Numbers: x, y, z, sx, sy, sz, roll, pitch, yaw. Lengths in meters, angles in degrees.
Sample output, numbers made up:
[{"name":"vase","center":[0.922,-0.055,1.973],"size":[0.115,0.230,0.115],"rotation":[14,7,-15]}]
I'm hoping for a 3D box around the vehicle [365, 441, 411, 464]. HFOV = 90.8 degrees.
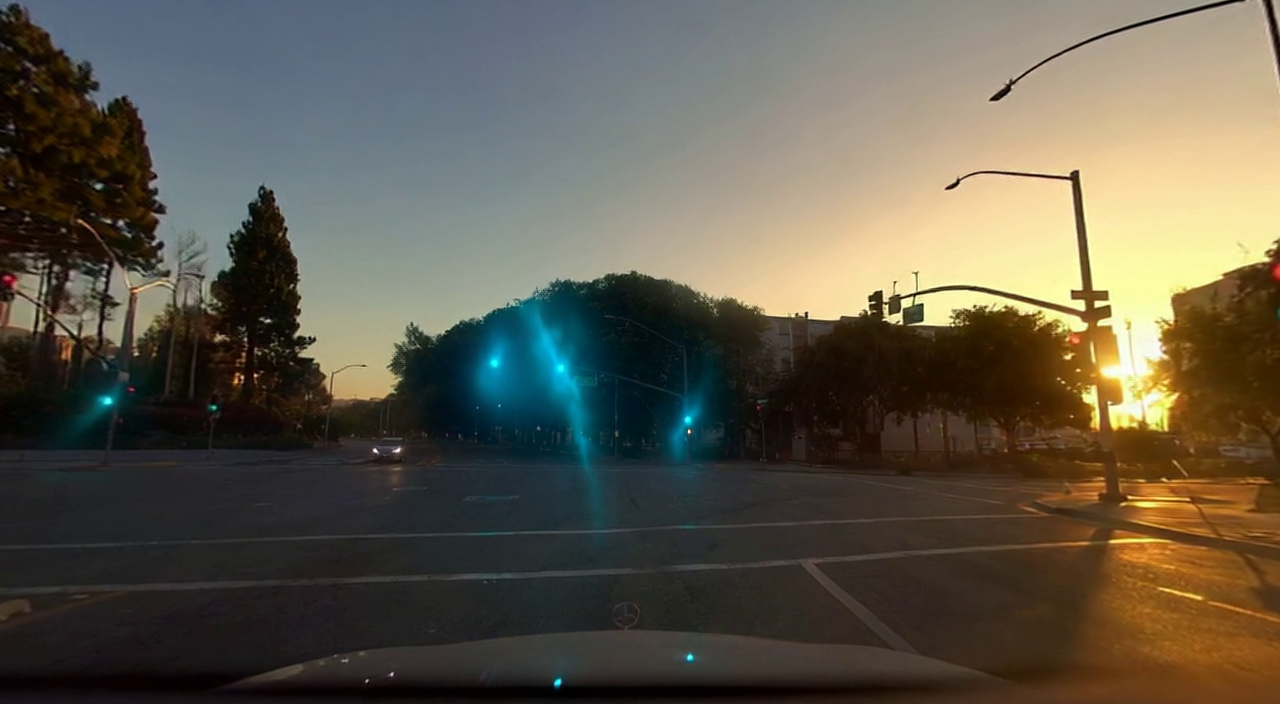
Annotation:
[{"name":"vehicle","center":[-17.122,6.811,43.123],"size":[1.969,1.464,4.485],"rotation":[1,-9,-10]}]
